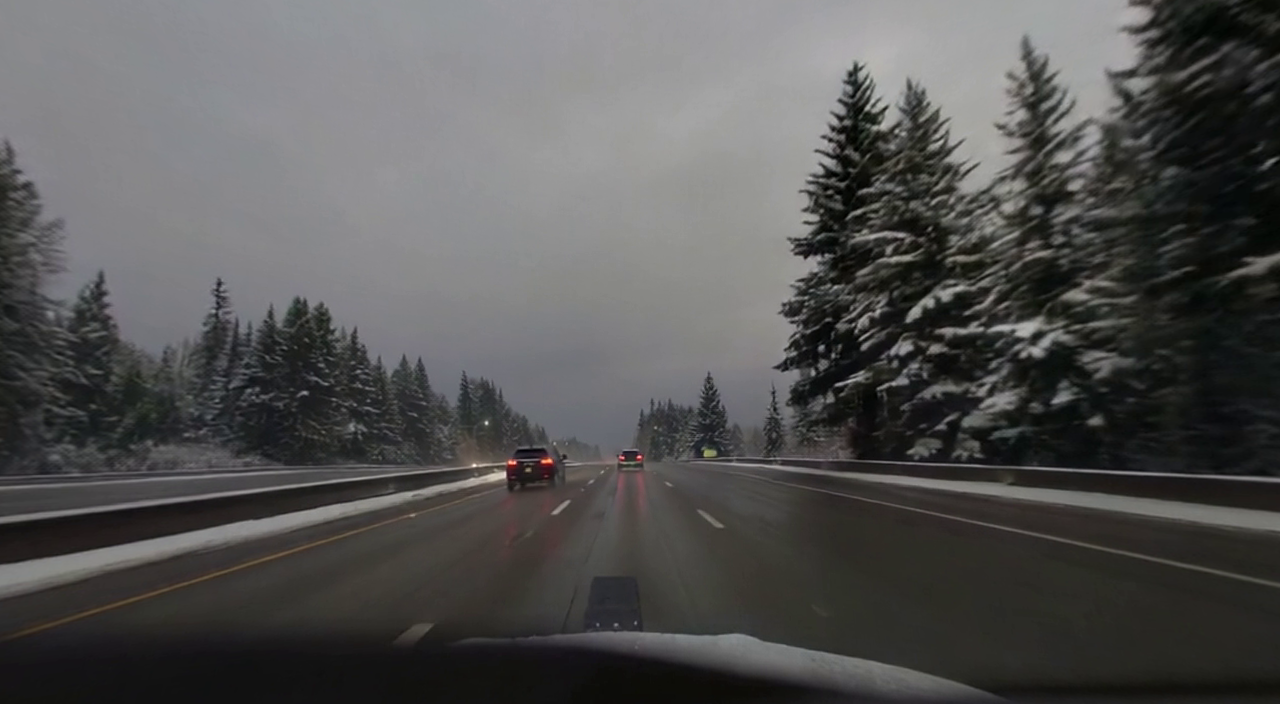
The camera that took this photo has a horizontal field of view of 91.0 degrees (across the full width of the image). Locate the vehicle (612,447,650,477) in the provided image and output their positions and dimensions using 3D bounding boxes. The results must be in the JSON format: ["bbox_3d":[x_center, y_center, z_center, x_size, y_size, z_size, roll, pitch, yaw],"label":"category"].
[{"bbox_3d":[-0.541,6.564,37.698,2.130,1.684,3.826,0,-9,-1],"label":"vehicle"}]

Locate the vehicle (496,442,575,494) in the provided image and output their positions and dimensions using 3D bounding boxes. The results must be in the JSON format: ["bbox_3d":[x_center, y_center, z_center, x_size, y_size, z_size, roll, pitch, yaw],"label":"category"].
[{"bbox_3d":[-3.813,4.339,23.846,2.130,1.741,4.665,0,-9,0],"label":"vehicle"}]
